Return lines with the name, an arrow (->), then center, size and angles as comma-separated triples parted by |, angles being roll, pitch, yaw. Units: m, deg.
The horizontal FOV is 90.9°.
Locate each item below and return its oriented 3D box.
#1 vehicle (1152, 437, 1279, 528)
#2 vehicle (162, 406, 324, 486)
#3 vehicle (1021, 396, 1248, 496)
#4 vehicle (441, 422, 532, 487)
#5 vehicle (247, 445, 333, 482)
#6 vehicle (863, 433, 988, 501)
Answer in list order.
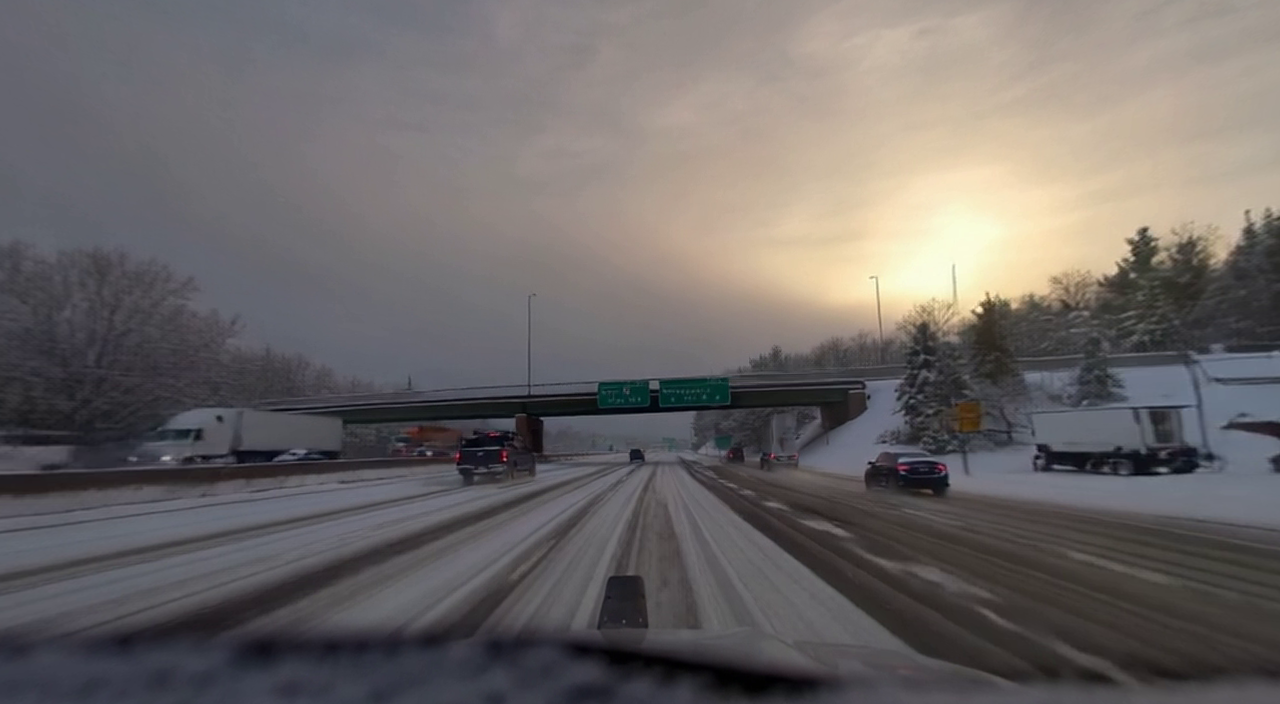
vehicle -> 19.253, 3.899, 19.342 | 2.426, 2.235, 5.980 | -4, -6, 6
vehicle -> -23.130, 5.615, 37.732 | 2.945, 4.107, 9.775 | 0, -8, 2
vehicle -> 20.391, 4.009, 27.050 | 3.022, 3.547, 8.645 | -1, -8, 3
vehicle -> -6.149, 4.206, 26.074 | 2.264, 2.379, 5.248 | 0, -8, 2
vehicle -> -19.264, 6.118, 34.979 | 1.914, 1.897, 4.674 | 0, -8, 2
vehicle -> 9.051, 3.656, 20.495 | 2.146, 1.929, 4.388 | -1, -8, 3
